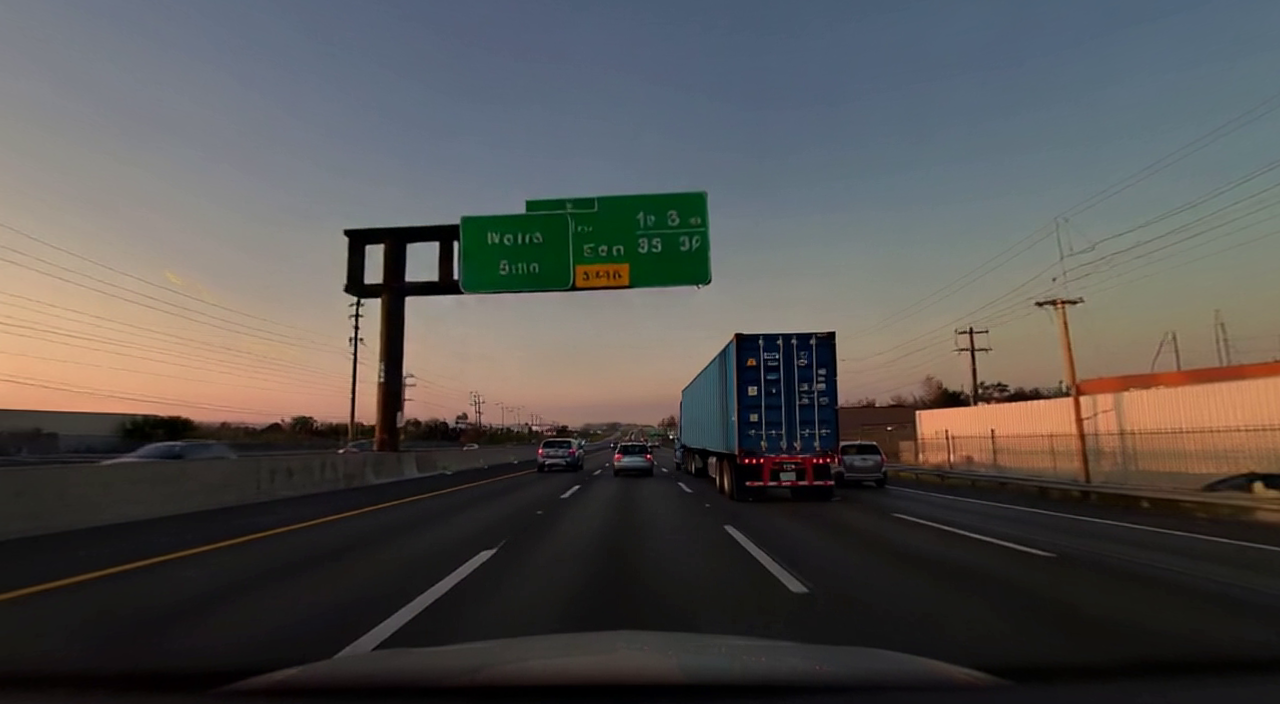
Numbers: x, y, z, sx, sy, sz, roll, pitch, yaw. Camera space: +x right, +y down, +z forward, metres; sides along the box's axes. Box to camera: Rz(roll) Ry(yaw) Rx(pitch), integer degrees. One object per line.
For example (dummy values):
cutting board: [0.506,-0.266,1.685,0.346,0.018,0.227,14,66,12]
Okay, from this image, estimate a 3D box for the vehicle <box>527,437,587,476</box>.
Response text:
vehicle: [-4.052,5.207,31.617,2.264,1.804,4.584,0,-9,1]

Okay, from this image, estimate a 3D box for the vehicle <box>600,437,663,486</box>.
vehicle: [-0.326,4.133,24.171,2.191,1.685,4.015,0,-9,0]

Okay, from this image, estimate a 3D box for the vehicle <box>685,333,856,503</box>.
vehicle: [3.538,2.521,21.541,2.800,4.039,13.179,0,-9,-1]

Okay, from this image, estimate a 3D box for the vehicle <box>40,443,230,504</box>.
vehicle: [-14.072,3.382,18.035,1.959,1.487,4.293,0,-9,-2]

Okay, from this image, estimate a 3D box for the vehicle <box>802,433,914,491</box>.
vehicle: [7.241,3.699,21.574,2.202,1.731,4.628,0,-9,0]
